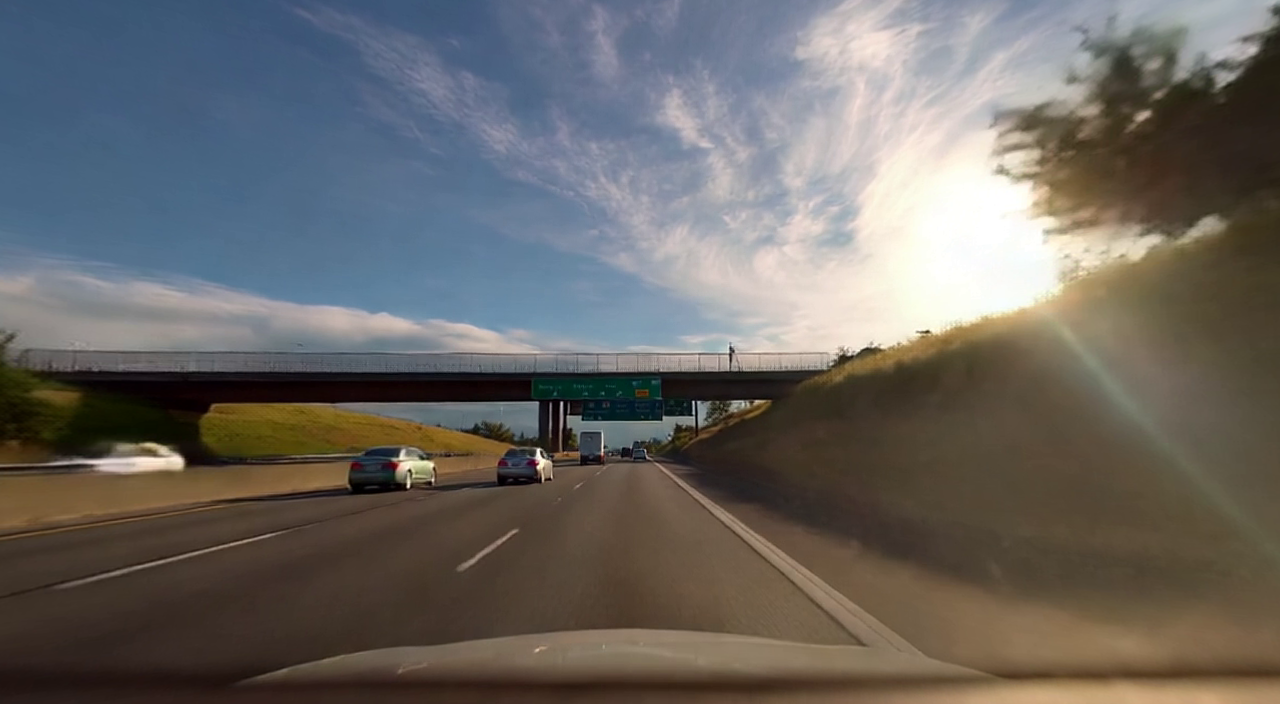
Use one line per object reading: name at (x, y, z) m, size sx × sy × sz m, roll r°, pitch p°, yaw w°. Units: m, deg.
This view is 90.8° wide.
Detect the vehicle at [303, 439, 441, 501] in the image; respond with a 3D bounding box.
vehicle at (-7.498, 3.332, 18.227) m, size 2.091 × 1.558 × 4.220 m, roll 0°, pitch -9°, yaw 0°

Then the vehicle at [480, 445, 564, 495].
vehicle at (-3.654, 3.711, 20.198) m, size 1.924 × 1.436 × 3.915 m, roll 0°, pitch -9°, yaw 0°
